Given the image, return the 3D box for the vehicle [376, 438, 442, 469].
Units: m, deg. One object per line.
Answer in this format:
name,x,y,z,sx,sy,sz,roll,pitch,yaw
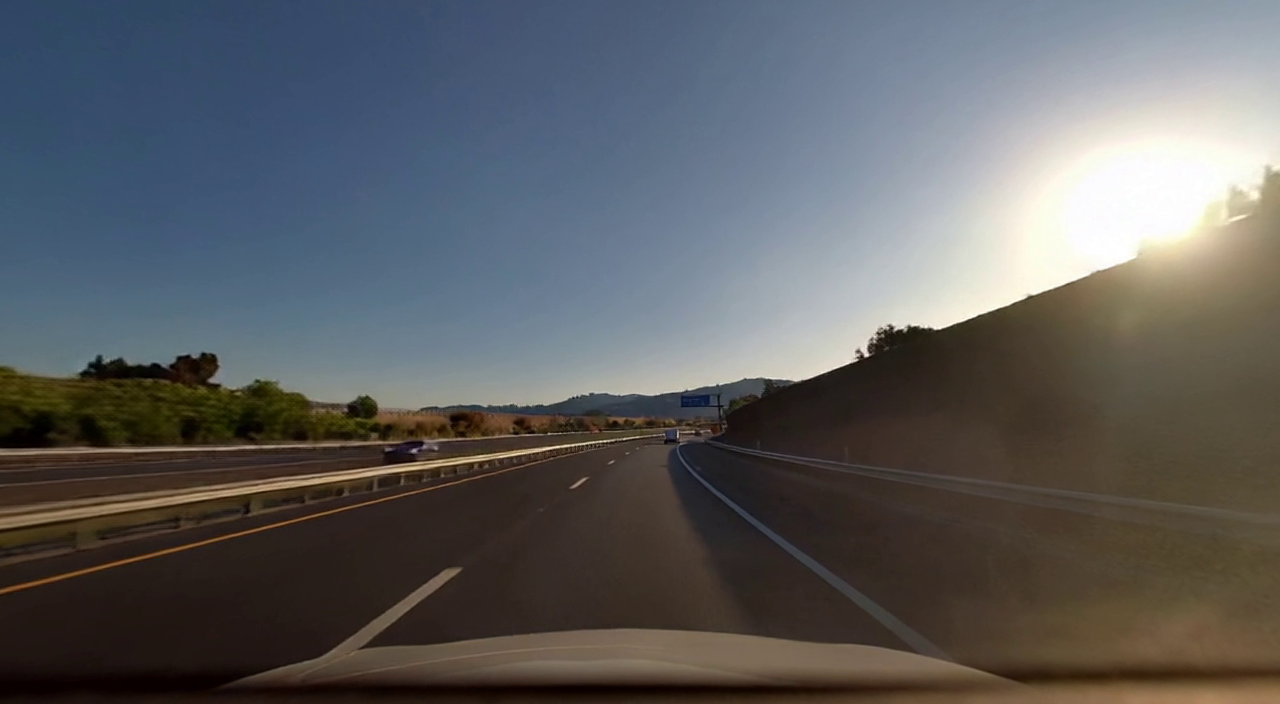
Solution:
vehicle,-12.197,5.372,33.514,1.814,1.536,4.239,0,-8,2
